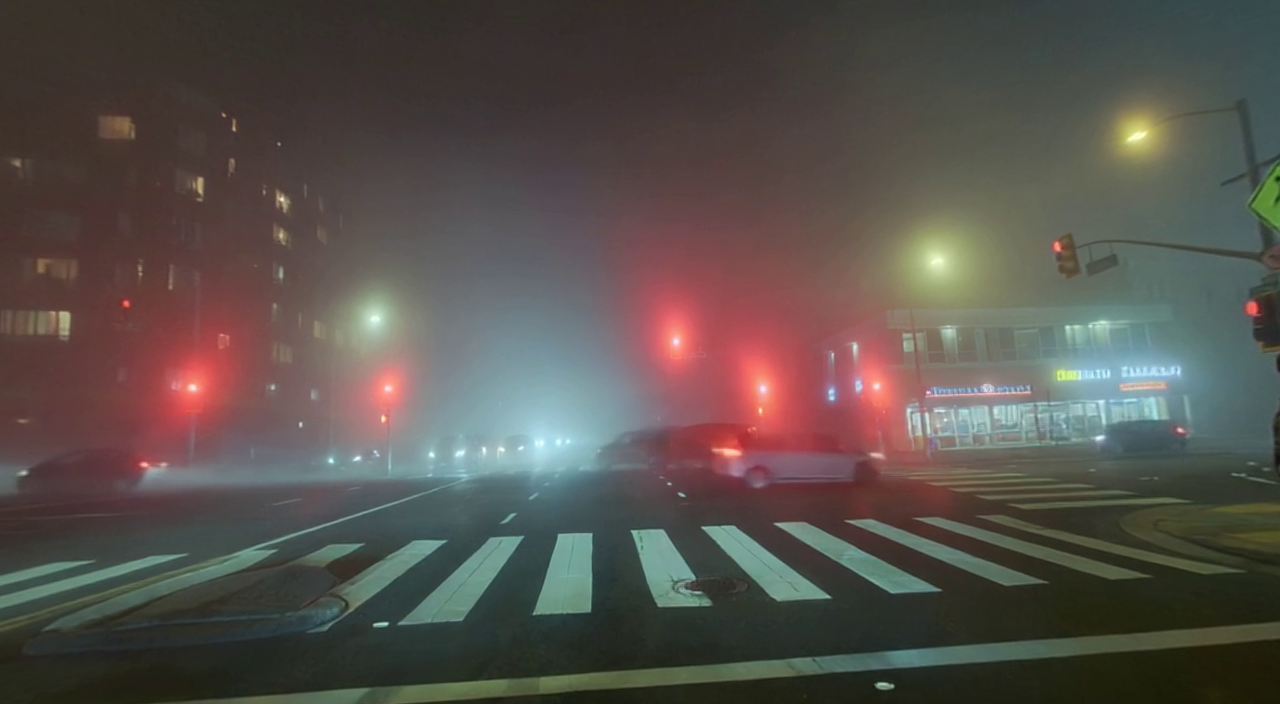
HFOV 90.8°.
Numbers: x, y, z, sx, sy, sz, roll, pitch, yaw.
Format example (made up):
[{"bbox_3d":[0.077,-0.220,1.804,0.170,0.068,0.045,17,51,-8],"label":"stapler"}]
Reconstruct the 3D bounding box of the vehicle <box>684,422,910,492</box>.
[{"bbox_3d":[3.592,2.439,14.873,4.758,1.480,1.849,1,-8,-10],"label":"vehicle"}]

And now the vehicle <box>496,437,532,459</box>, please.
[{"bbox_3d":[-8.632,6.636,43.573,1.906,1.402,4.904,0,-8,-5],"label":"vehicle"}]

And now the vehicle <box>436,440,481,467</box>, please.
[{"bbox_3d":[-10.894,6.101,38.211,1.885,1.545,4.124,1,-8,-6],"label":"vehicle"}]

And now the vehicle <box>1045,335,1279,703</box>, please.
[{"bbox_3d":[2.964,0.610,0.865,1.866,1.654,4.354,0,-8,0],"label":"vehicle"}]

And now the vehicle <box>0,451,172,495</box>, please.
[{"bbox_3d":[-19.979,4.343,22.898,4.461,1.443,1.715,1,-9,-10],"label":"vehicle"}]

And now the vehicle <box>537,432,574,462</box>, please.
[{"bbox_3d":[-5.102,5.809,38.631,1.976,1.683,4.117,0,-8,-4],"label":"vehicle"}]
